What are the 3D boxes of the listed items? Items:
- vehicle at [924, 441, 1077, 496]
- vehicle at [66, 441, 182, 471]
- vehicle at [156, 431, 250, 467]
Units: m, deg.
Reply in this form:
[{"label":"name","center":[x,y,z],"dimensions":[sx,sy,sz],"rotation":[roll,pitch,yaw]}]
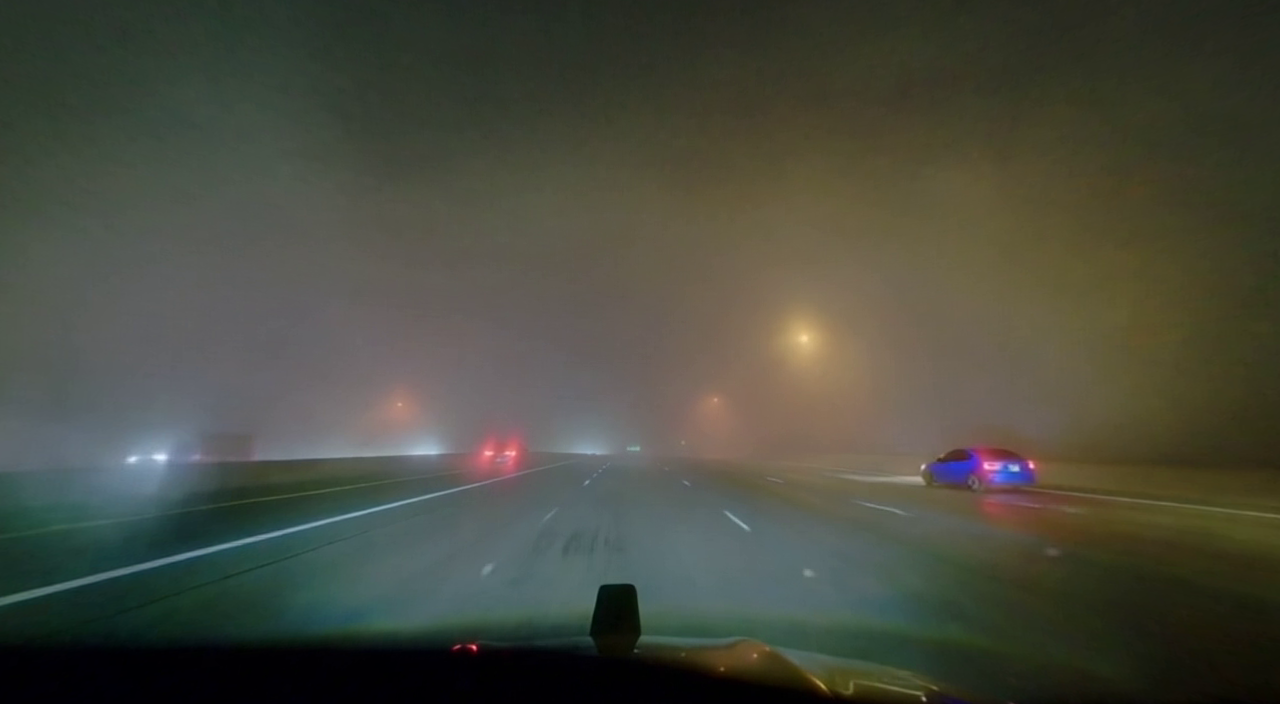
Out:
[{"label":"vehicle","center":[10.846,3.507,19.471],"dimensions":[1.985,1.493,4.486],"rotation":[0,-9,-1]},{"label":"vehicle","center":[-34.086,6.883,42.097],"dimensions":[2.347,1.843,6.472],"rotation":[0,-9,-1]},{"label":"vehicle","center":[-34.247,7.672,49.853],"dimensions":[2.678,2.612,6.661],"rotation":[0,-8,0]}]
